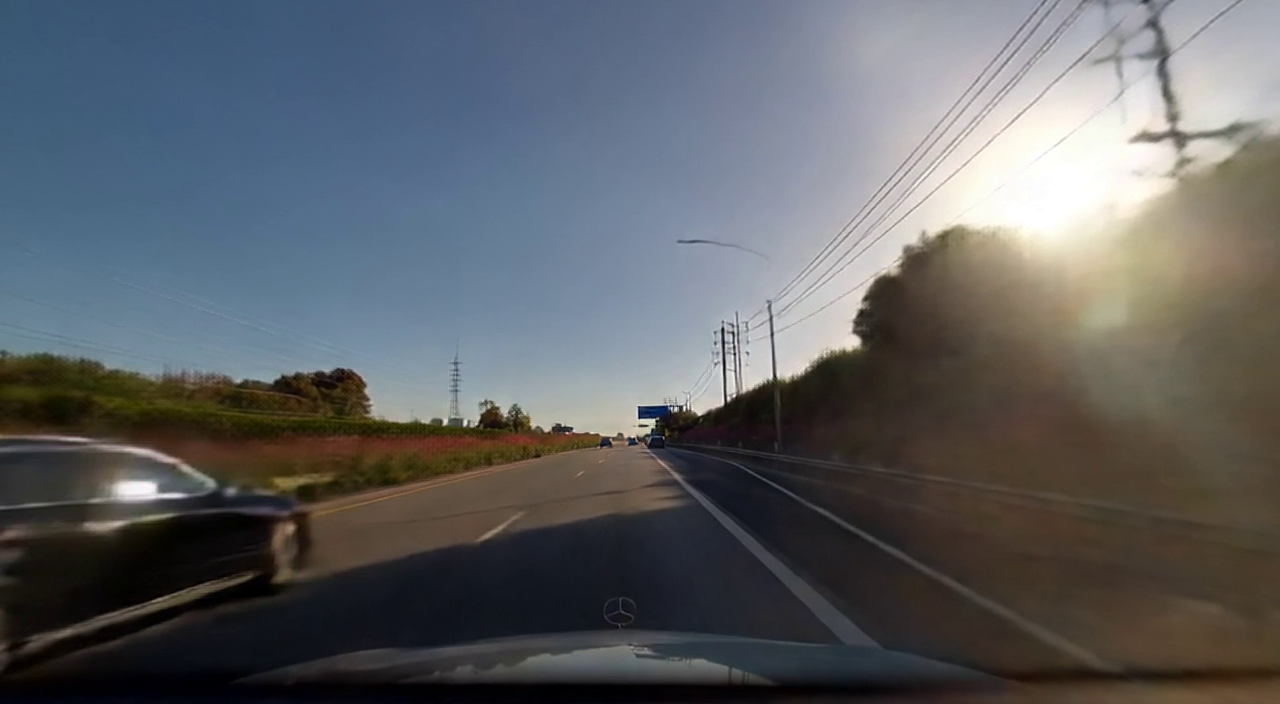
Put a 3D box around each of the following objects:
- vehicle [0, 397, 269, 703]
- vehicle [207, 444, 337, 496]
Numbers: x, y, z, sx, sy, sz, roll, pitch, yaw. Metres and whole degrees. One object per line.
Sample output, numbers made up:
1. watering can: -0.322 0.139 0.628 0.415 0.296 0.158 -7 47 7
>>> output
1. vehicle: -3.809 0.910 2.246 2.016 1.543 4.870 0 -8 0
2. vehicle: -11.773 3.750 20.503 1.755 1.466 4.208 0 -8 -1
